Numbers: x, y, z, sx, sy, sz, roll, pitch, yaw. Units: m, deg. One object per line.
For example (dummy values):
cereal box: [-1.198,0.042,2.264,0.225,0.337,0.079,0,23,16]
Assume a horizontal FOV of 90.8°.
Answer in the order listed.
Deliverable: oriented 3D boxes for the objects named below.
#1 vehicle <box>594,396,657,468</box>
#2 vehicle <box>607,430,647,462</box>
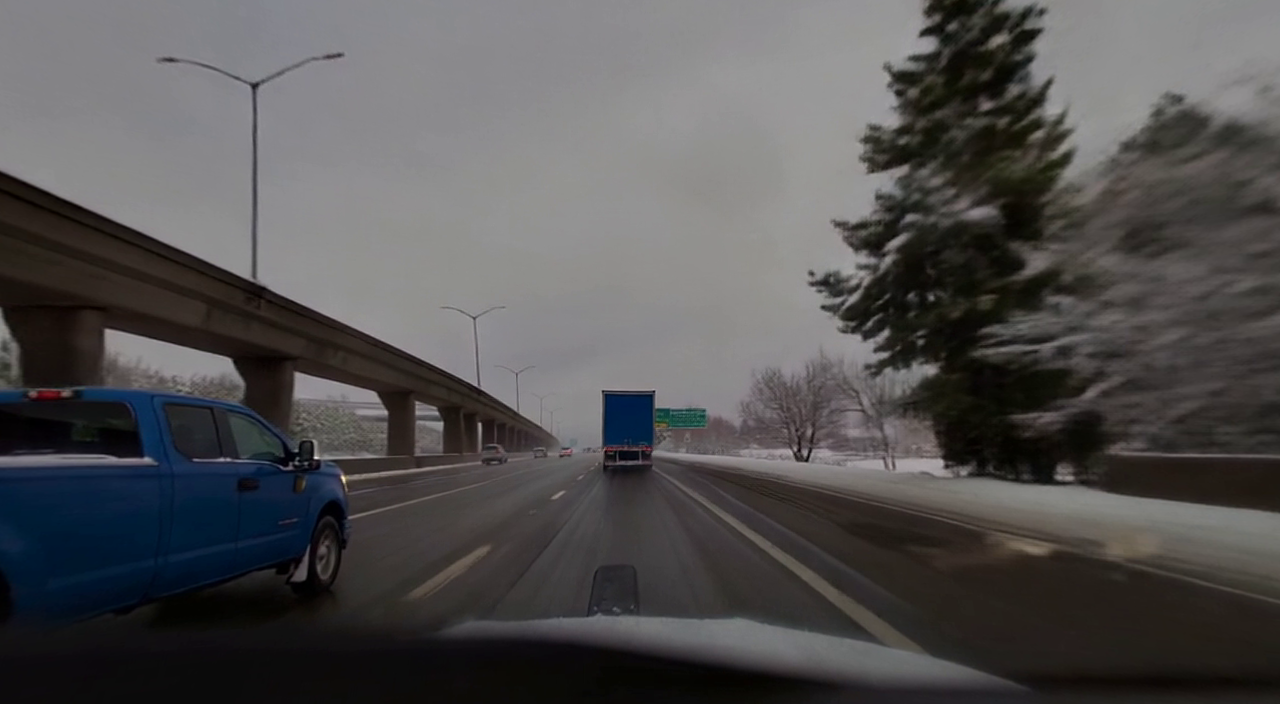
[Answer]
vehicle: [-0.897,4.976,37.904,3.233,3.678,11.032,0,-9,-2]
vehicle: [-0.763,5.177,34.844,2.052,1.666,4.358,0,-8,-2]
